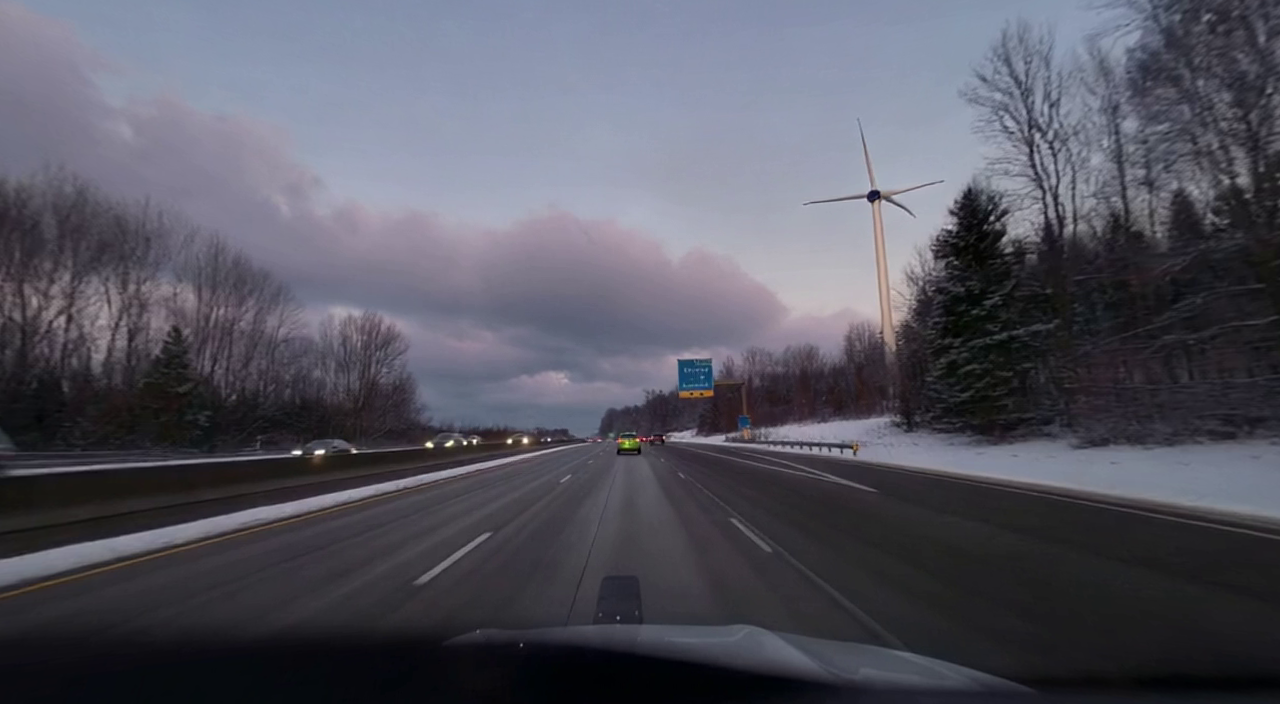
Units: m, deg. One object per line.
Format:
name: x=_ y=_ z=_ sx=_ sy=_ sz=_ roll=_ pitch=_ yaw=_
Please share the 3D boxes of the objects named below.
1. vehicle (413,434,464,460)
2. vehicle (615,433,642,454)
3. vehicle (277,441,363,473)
vehicle: x=-13.033 y=6.148 z=40.848 sx=1.909 sy=1.616 sz=4.153 roll=0 pitch=-8 yaw=0
vehicle: x=-0.856 y=6.764 z=46.659 sx=1.892 sy=1.496 sz=3.575 roll=0 pitch=-8 yaw=-1
vehicle: x=-16.482 y=5.402 z=32.685 sx=1.931 sy=1.501 sz=4.767 roll=0 pitch=-8 yaw=0
